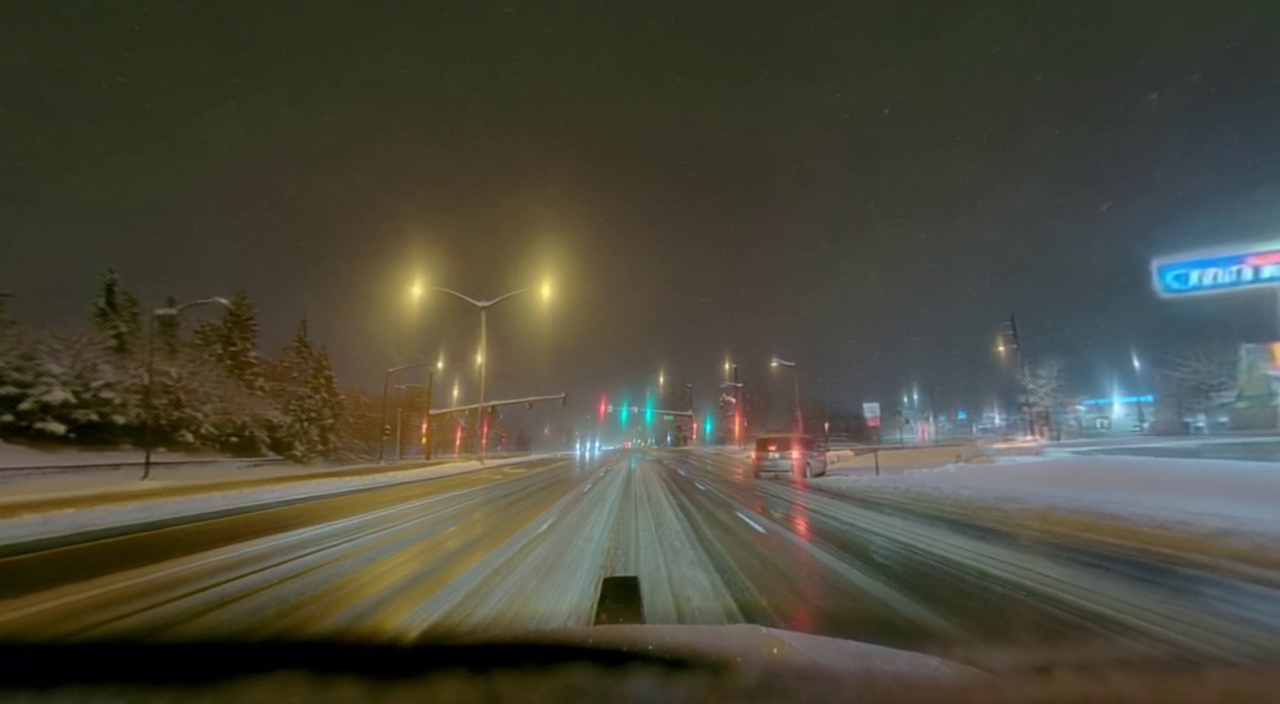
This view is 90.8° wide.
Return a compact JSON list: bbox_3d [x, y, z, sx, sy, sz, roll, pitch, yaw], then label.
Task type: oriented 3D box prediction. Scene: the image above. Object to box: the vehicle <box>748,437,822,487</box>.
[{"bbox_3d":[4.785,3.668,21.488,2.113,1.470,4.867,-2,-8,9],"label":"vehicle"}]
